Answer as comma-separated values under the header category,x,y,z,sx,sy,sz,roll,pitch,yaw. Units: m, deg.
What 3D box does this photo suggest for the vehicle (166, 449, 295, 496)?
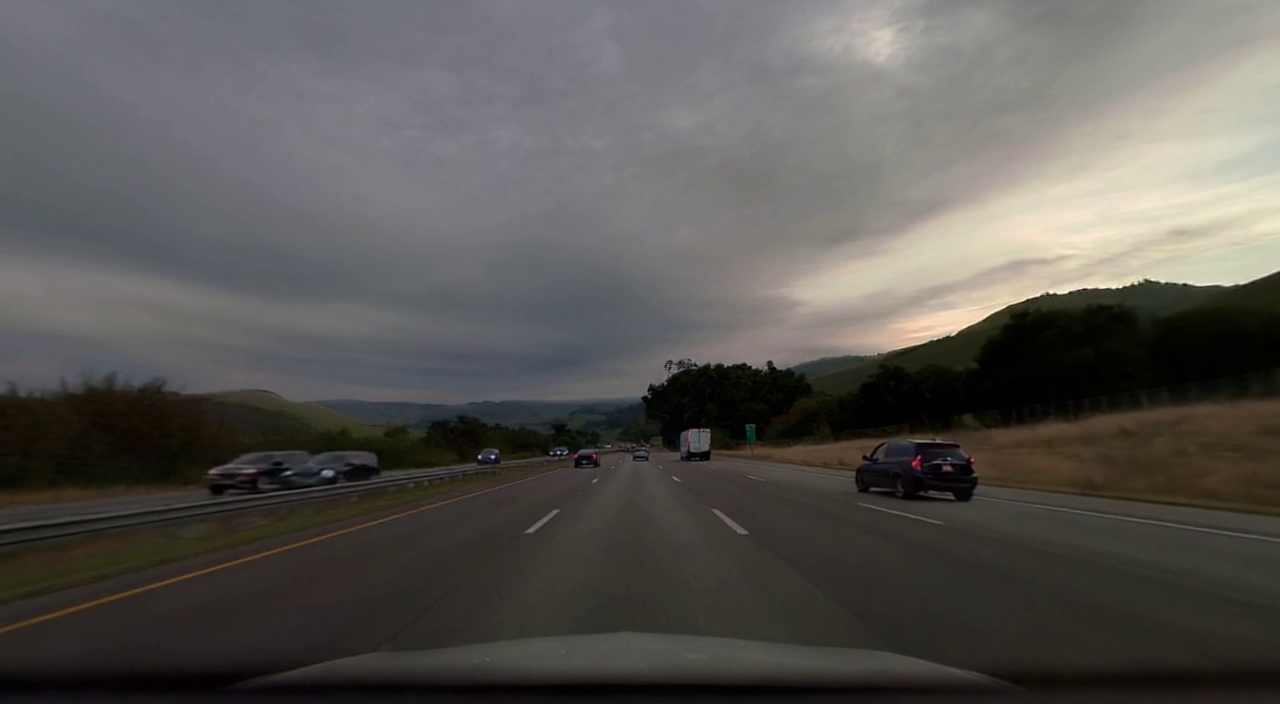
category,x,y,z,sx,sy,sz,roll,pitch,yaw
vehicle,-14.428,4.234,22.471,1.901,1.479,4.043,0,-9,-1

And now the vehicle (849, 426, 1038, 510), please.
category,x,y,z,sx,sy,sz,roll,pitch,yaw
vehicle,6.840,2.679,14.948,2.069,1.625,4.832,0,-9,0

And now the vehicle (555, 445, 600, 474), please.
category,x,y,z,sx,sy,sz,roll,pitch,yaw
vehicle,-3.530,6.180,36.226,2.160,1.530,4.500,0,-9,0

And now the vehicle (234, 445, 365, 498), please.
category,x,y,z,sx,sy,sz,roll,pitch,yaw
vehicle,-10.870,3.808,20.493,1.886,1.522,4.284,0,-9,0

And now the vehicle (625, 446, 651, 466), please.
category,x,y,z,sx,sy,sz,roll,pitch,yaw
vehicle,-0.172,8.192,49.561,1.922,1.497,3.949,0,-9,0
